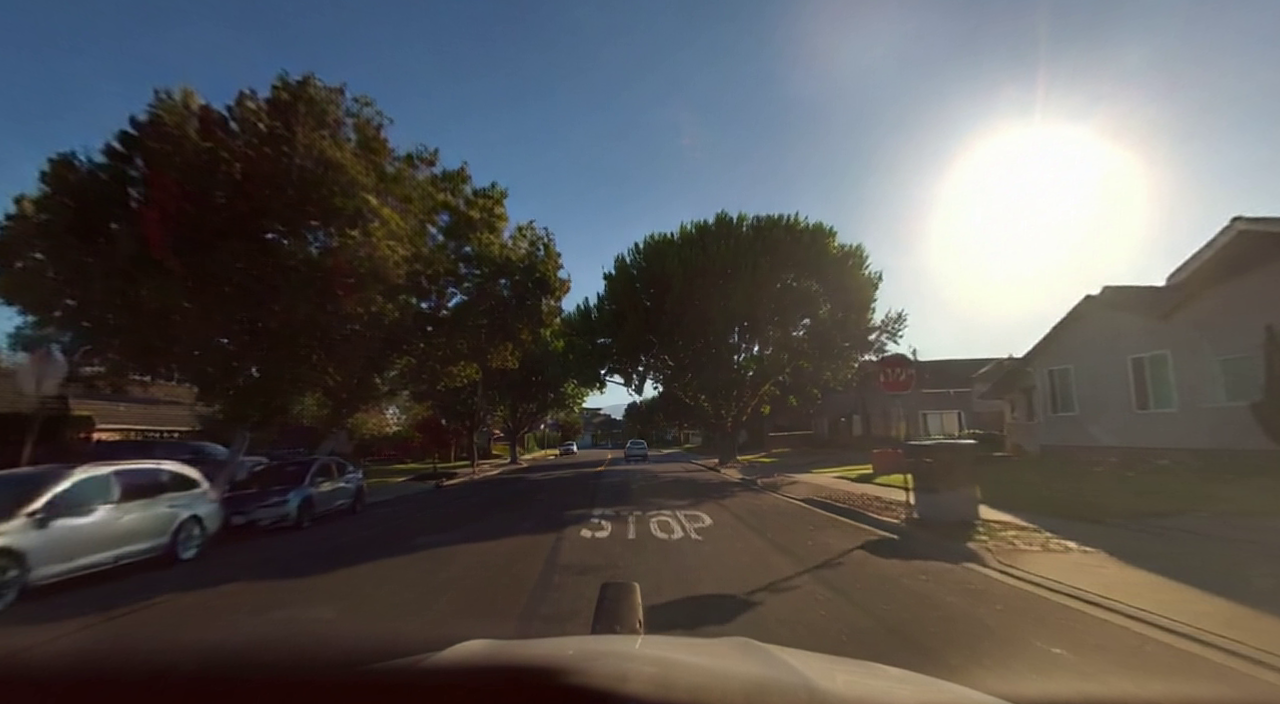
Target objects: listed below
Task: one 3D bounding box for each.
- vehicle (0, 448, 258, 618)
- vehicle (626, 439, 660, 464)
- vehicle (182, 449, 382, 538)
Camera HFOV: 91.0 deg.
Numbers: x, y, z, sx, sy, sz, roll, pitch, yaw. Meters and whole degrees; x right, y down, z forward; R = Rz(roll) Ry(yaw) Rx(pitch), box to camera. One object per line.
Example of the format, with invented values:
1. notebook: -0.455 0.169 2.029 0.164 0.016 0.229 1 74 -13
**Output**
1. vehicle: -6.968 1.945 7.589 1.972 1.543 4.622 0 -8 -2
2. vehicle: 0.206 6.369 40.441 2.043 1.484 4.340 0 -8 0
3. vehicle: -6.971 2.736 12.826 1.789 1.481 3.957 0 -8 -1
